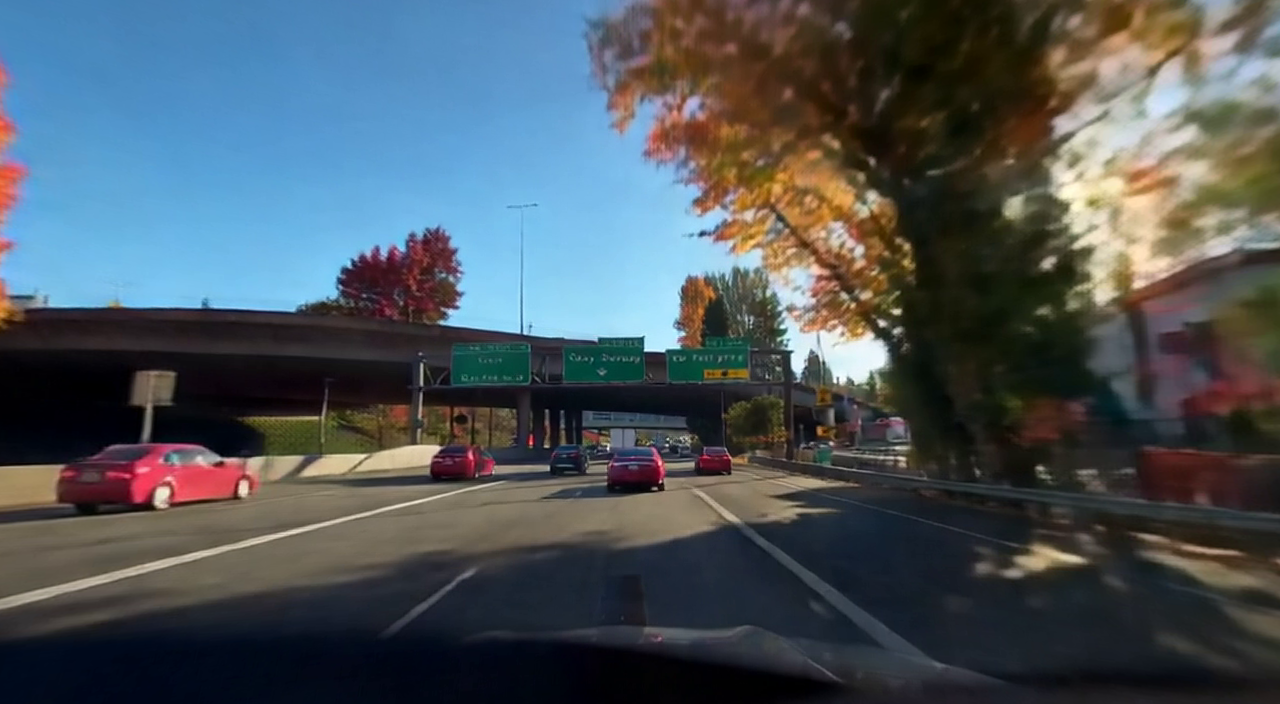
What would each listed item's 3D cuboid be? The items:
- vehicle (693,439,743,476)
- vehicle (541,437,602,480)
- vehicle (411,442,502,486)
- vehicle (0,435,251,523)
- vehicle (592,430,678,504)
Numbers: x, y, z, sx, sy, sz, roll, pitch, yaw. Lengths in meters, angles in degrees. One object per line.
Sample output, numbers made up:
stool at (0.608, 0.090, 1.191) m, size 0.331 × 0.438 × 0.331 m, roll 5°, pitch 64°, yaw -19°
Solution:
vehicle at (4.098, 5.625, 33.736) m, size 2.193 × 1.778 × 4.488 m, roll 0°, pitch -9°, yaw 1°
vehicle at (-2.980, 4.757, 28.328) m, size 2.111 × 1.742 × 4.315 m, roll 0°, pitch -9°, yaw 2°
vehicle at (-7.060, 4.351, 24.799) m, size 2.057 × 1.496 × 4.661 m, roll 0°, pitch -9°, yaw 2°
vehicle at (-10.864, 2.598, 13.482) m, size 2.006 × 1.509 × 4.634 m, roll 0°, pitch -9°, yaw 1°
vehicle at (-0.007, 3.141, 17.614) m, size 2.101 × 1.742 × 4.495 m, roll 0°, pitch -9°, yaw 3°
